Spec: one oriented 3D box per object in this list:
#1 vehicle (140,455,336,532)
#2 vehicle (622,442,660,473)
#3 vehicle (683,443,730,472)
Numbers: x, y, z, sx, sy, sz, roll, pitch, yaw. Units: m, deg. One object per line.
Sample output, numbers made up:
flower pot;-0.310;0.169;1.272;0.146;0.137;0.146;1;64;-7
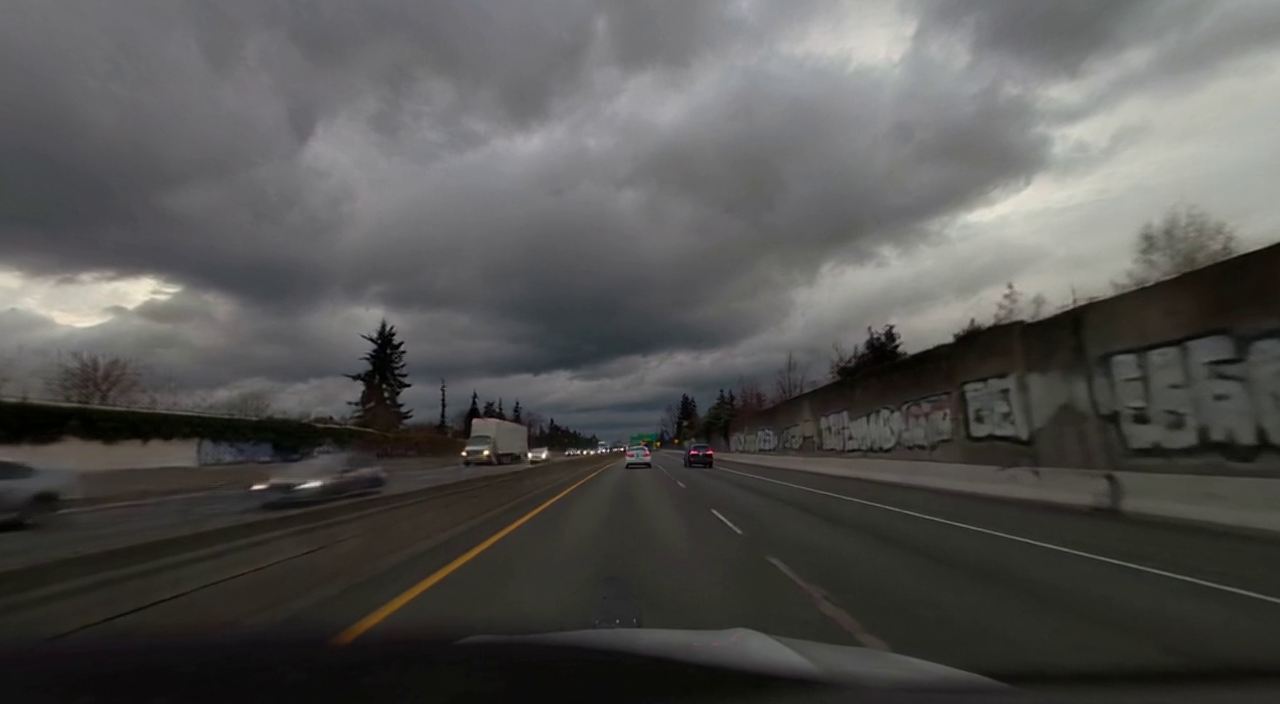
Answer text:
vehicle;-9.295;3.254;15.051;1.843;1.494;4.347;0;-9;0
vehicle;0.033;6.273;37.480;2.095;1.671;4.219;0;-9;-1
vehicle;3.865;6.199;37.062;2.303;1.614;4.154;-1;-9;0
